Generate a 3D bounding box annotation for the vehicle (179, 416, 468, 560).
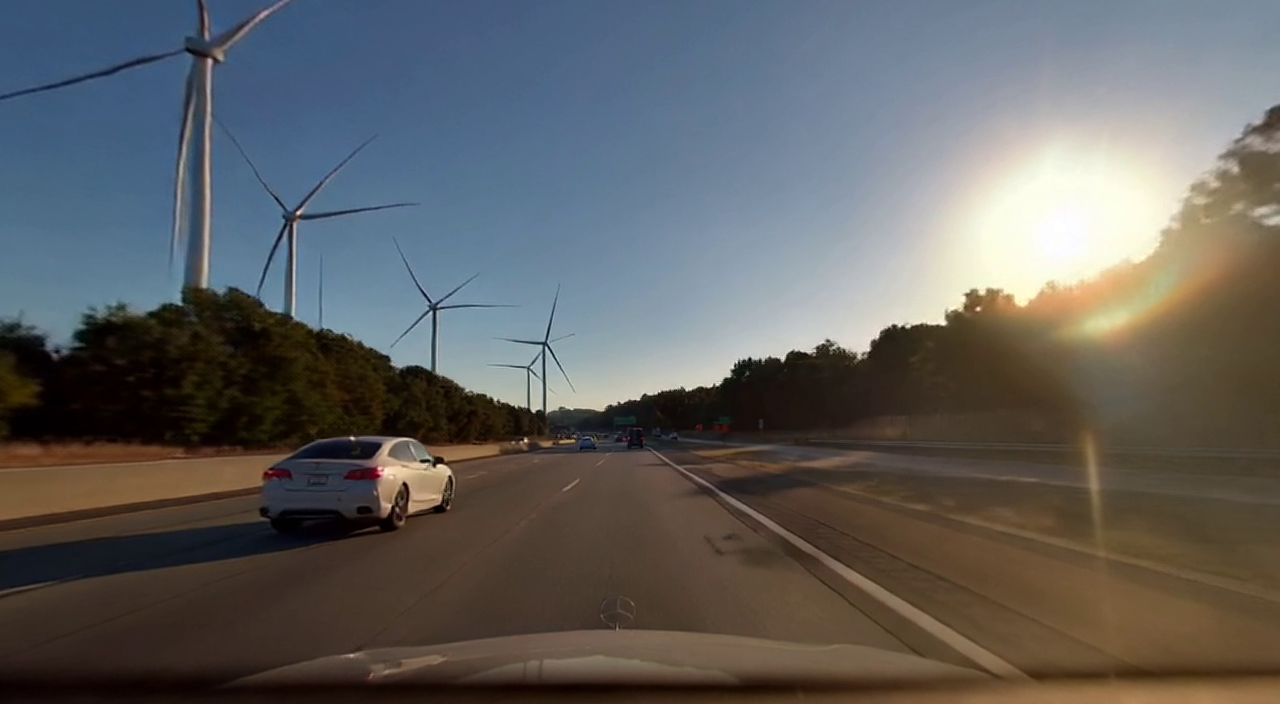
[{"bbox_3d":[-3.915,1.722,8.734,1.950,1.511,3.965,0,-8,-1],"label":"vehicle"}]
